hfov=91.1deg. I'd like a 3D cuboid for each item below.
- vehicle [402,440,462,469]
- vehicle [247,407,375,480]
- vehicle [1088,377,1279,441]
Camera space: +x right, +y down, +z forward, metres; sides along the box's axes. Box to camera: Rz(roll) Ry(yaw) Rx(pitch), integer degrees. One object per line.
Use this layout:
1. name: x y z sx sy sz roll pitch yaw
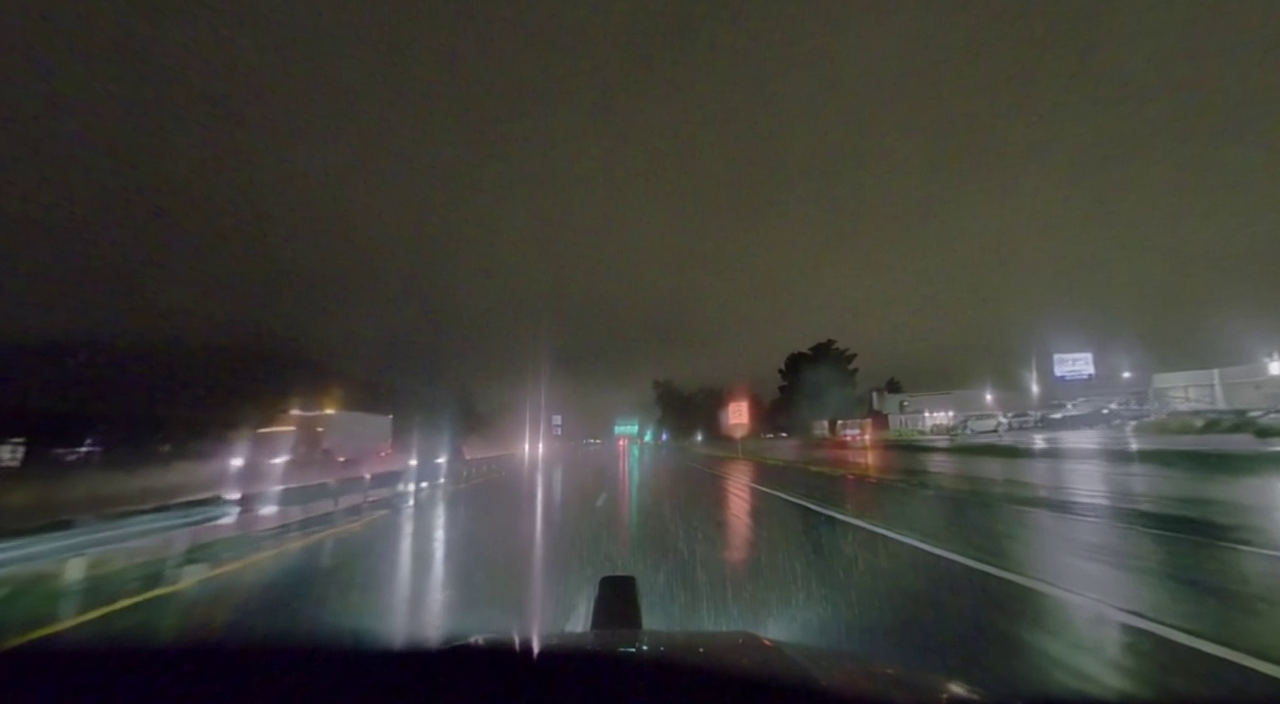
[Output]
1. vehicle: -11.629 5.713 35.460 1.916 1.506 4.371 0 -8 -1
2. vehicle: -16.086 4.552 31.459 2.744 3.204 7.013 0 -8 -2
3. vehicle: 41.605 4.816 49.288 2.920 4.068 15.213 -5 -8 5
